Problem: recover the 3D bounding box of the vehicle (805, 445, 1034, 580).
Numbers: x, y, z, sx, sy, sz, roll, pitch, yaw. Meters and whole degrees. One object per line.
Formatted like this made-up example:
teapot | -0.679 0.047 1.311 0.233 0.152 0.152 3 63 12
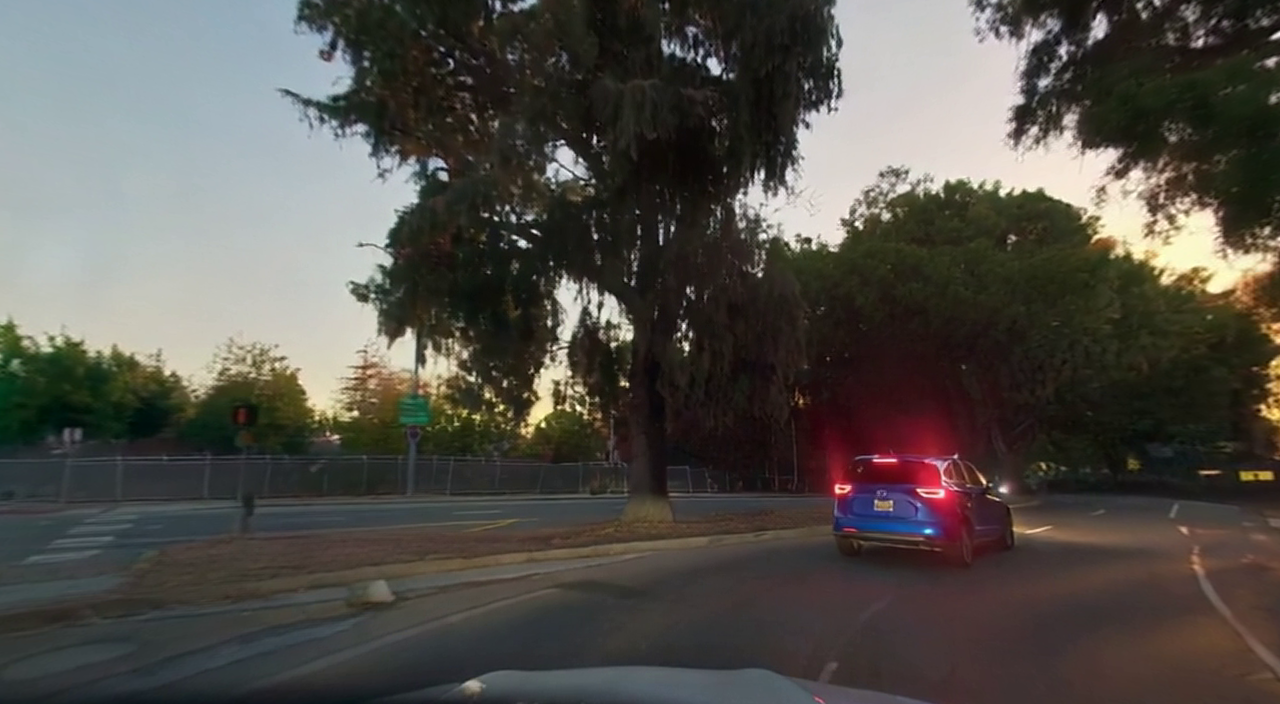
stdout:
vehicle | 4.394 2.183 9.567 2.148 1.521 4.089 -6 -10 38
